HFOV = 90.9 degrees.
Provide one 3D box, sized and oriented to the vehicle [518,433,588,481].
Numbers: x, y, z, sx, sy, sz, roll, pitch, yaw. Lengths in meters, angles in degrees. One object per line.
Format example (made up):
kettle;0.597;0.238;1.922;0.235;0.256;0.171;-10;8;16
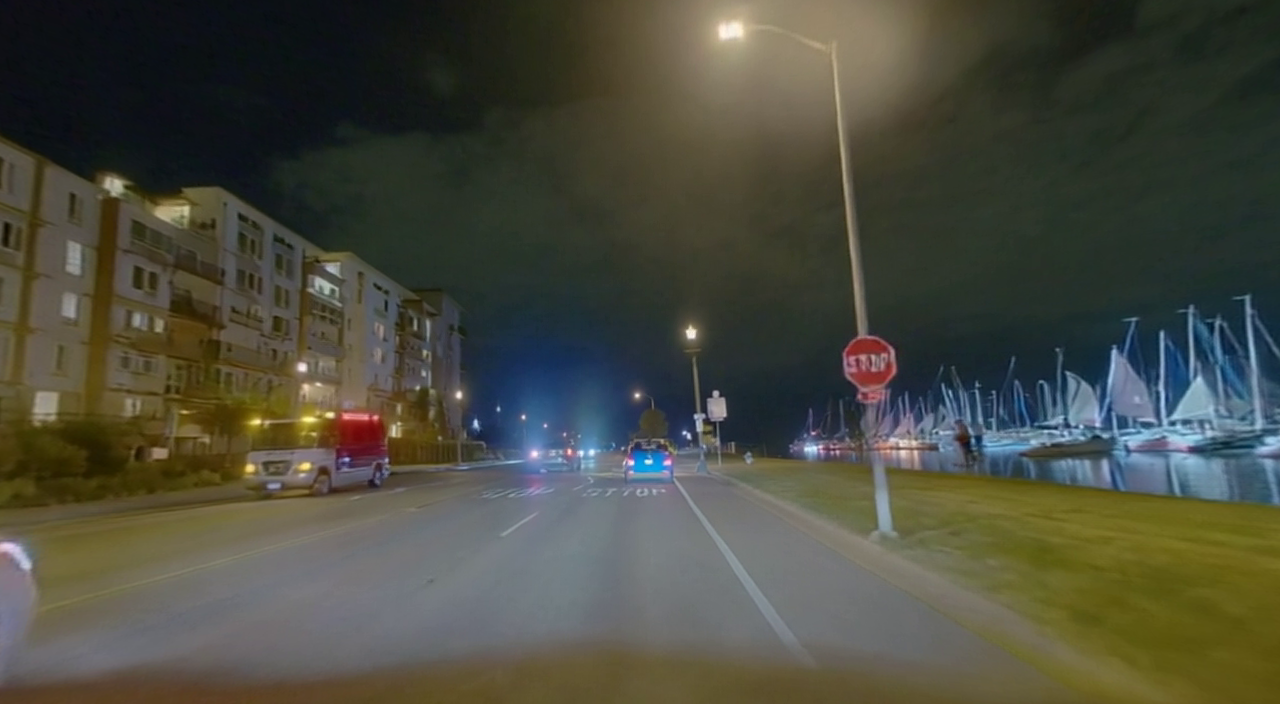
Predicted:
vehicle;-3.263;4.054;24.619;2.056;1.680;4.205;-1;-8;1

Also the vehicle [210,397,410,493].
vehicle;-13.182;3.934;26.617;2.924;3.288;9.352;-1;-9;3

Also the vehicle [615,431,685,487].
vehicle;0.286;3.413;20.319;2.057;1.624;3.726;0;-9;0

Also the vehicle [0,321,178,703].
vehicle;-3.561;0.577;0.947;2.082;1.817;4.724;0;-9;1
